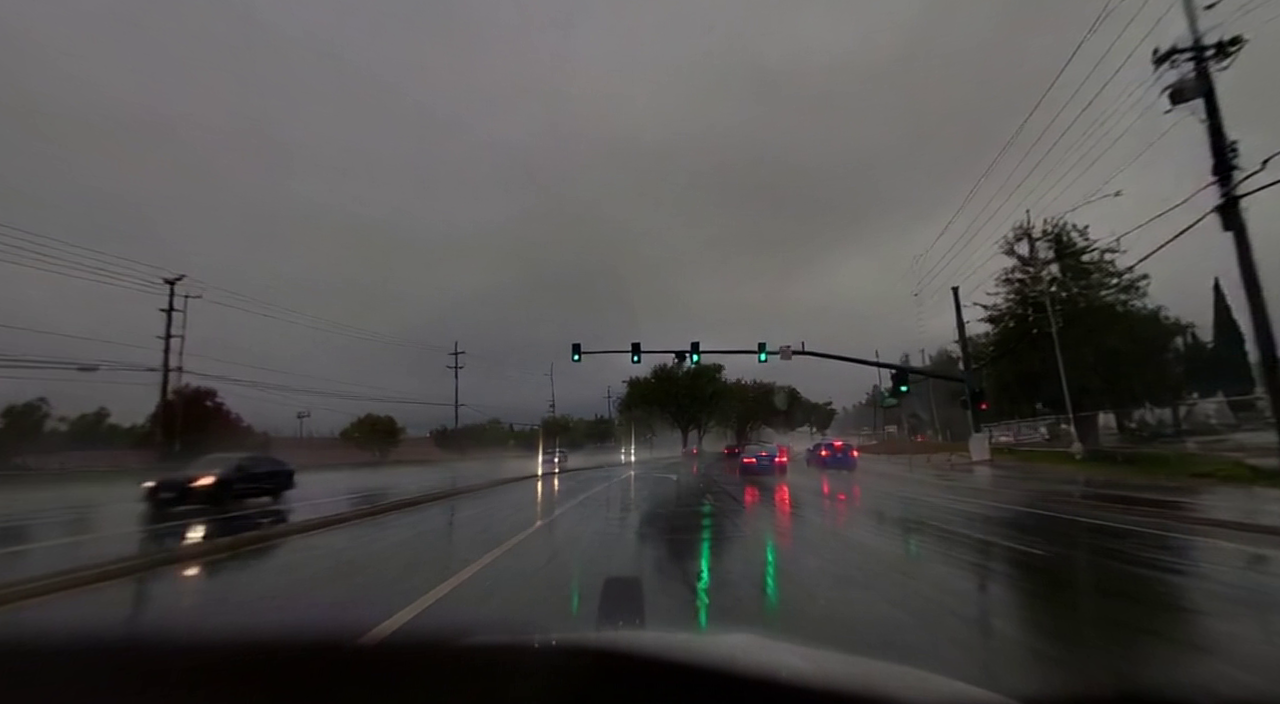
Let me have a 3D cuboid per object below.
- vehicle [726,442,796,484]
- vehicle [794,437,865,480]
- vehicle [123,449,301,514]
[{"bbox_3d":[4.574,4.256,24.503,2.035,1.460,4.392,-1,-8,3],"label":"vehicle"},{"bbox_3d":[8.487,4.797,28.717,2.029,1.795,4.371,-1,-8,3],"label":"vehicle"},{"bbox_3d":[-11.962,3.603,18.094,1.885,1.592,4.337,-1,-8,3],"label":"vehicle"}]
